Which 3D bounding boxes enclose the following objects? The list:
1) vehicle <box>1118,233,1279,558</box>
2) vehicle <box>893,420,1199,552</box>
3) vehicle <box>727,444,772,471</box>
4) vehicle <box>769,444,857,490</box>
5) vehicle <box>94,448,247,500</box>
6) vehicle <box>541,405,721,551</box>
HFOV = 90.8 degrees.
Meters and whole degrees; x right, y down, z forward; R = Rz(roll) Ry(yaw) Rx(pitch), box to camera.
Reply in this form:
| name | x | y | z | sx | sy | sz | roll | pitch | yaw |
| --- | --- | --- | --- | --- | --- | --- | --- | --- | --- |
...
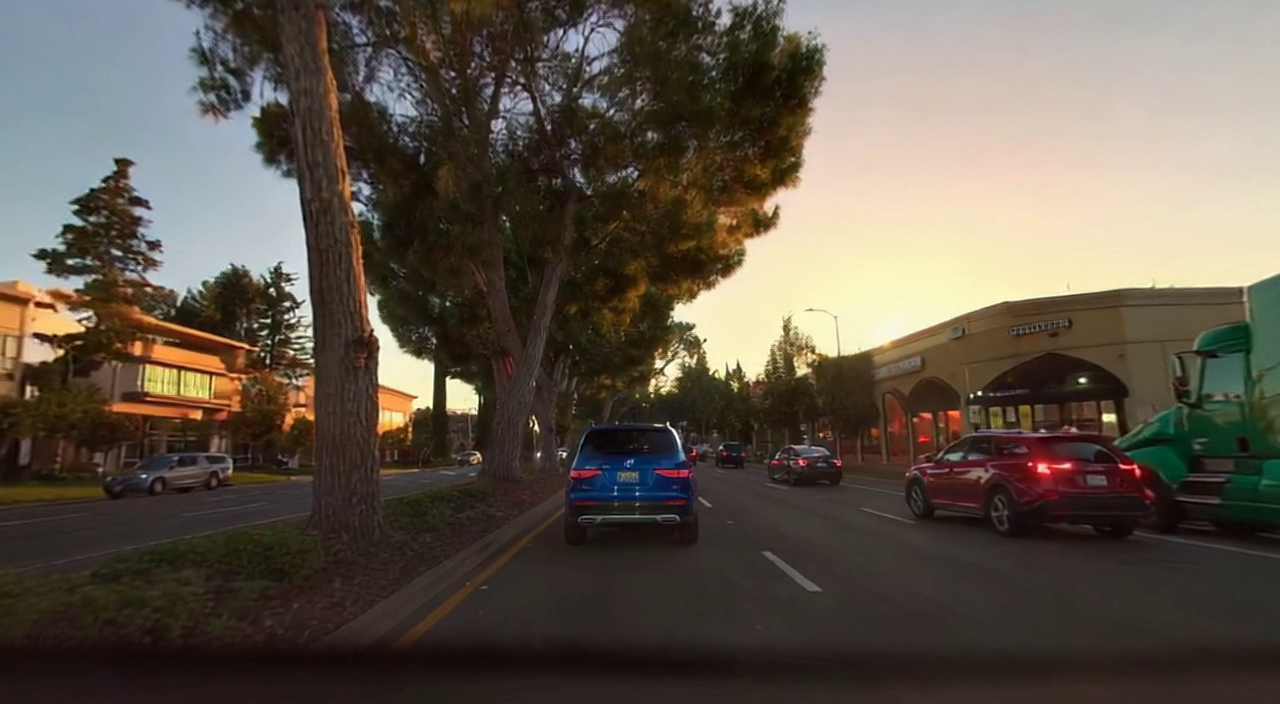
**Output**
| name | x | y | z | sx | sy | sz | roll | pitch | yaw |
| --- | --- | --- | --- | --- | --- | --- | --- | --- | --- |
| vehicle | 9.959 | -0.327 | 2.383 | 2.879 | 4.284 | 17.334 | 0 | -9 | 0 |
| vehicle | 6.188 | 2.073 | 10.492 | 2.056 | 1.703 | 4.428 | 0 | -9 | -1 |
| vehicle | 6.552 | 6.336 | 38.170 | 1.914 | 1.523 | 4.287 | 0 | -9 | -1 |
| vehicle | 6.401 | 4.270 | 23.922 | 2.035 | 1.553 | 4.465 | 0 | -9 | 0 |
| vehicle | -19.304 | 4.982 | 26.404 | 2.302 | 1.939 | 5.221 | 0 | -9 | 1 |
| vehicle | -0.140 | 1.943 | 10.352 | 2.320 | 1.880 | 4.192 | 0 | -9 | -1 |
